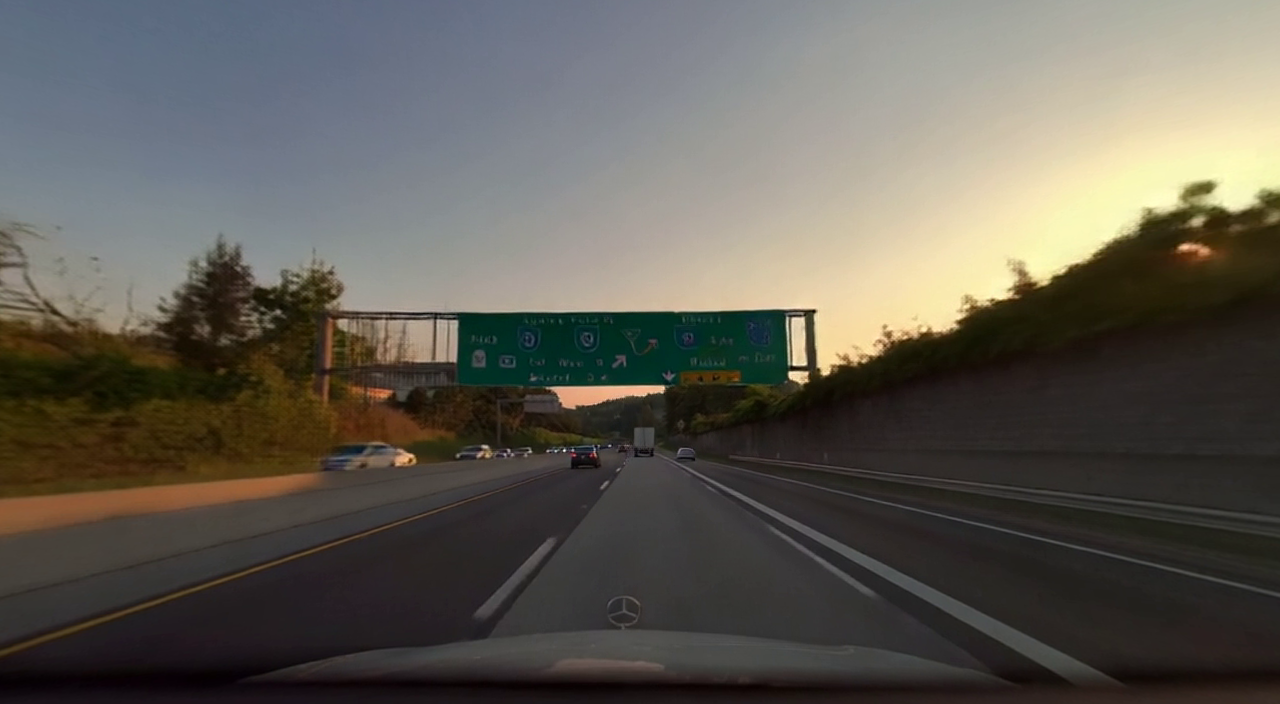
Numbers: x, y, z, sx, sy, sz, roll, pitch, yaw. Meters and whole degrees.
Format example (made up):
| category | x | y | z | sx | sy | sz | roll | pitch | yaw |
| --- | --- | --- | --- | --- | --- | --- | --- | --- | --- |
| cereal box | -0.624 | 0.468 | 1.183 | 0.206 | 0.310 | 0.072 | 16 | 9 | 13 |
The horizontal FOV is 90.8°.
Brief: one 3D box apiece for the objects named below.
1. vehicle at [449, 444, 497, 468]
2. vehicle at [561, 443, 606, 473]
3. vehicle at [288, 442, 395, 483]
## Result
| category | x | y | z | sx | sy | sz | roll | pitch | yaw |
| --- | --- | --- | --- | --- | --- | --- | --- | --- | --- |
| vehicle | -11.546 | 7.208 | 43.846 | 1.931 | 1.501 | 4.621 | 0 | -9 | 2 |
| vehicle | -3.018 | 5.766 | 34.518 | 2.020 | 1.475 | 4.434 | 0 | -9 | 1 |
| vehicle | -12.165 | 4.521 | 26.101 | 2.010 | 1.546 | 4.735 | 0 | -9 | 1 |
